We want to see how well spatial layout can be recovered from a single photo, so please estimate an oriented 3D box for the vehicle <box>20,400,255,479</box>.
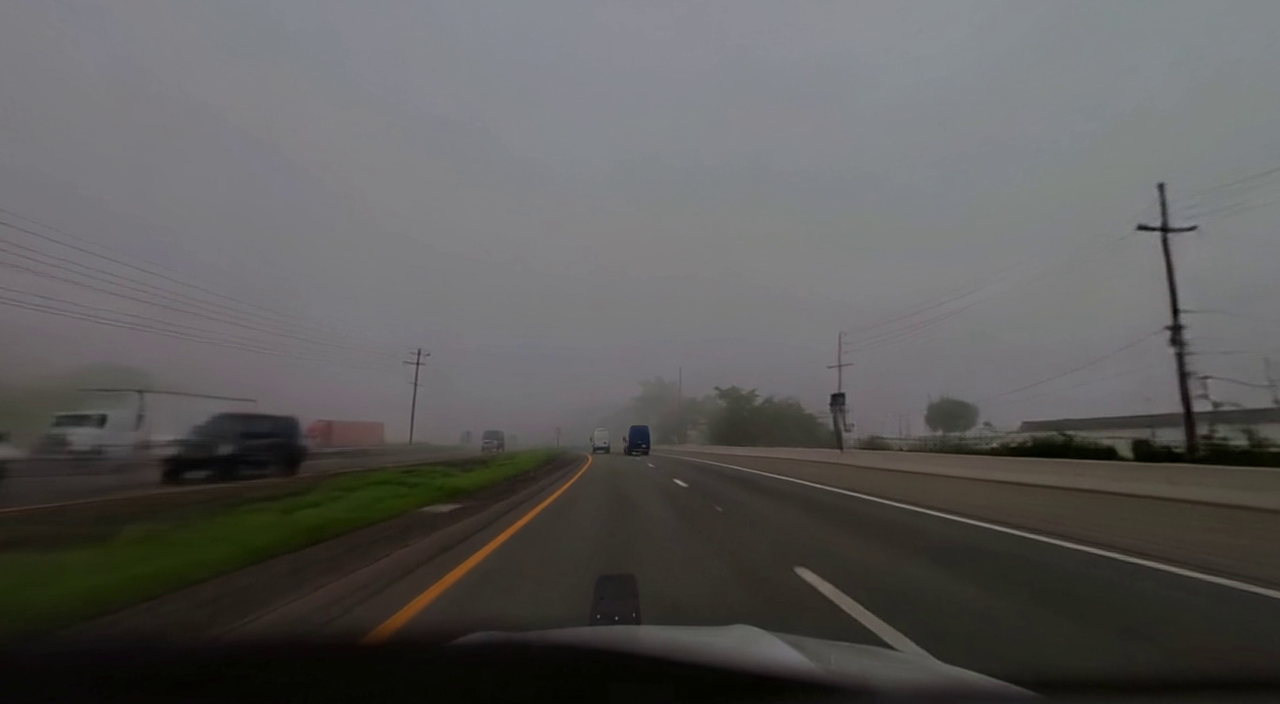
[{"bbox_3d":[-11.508,2.074,14.946,2.009,1.574,4.419,0,-8,-2],"label":"vehicle"}]
